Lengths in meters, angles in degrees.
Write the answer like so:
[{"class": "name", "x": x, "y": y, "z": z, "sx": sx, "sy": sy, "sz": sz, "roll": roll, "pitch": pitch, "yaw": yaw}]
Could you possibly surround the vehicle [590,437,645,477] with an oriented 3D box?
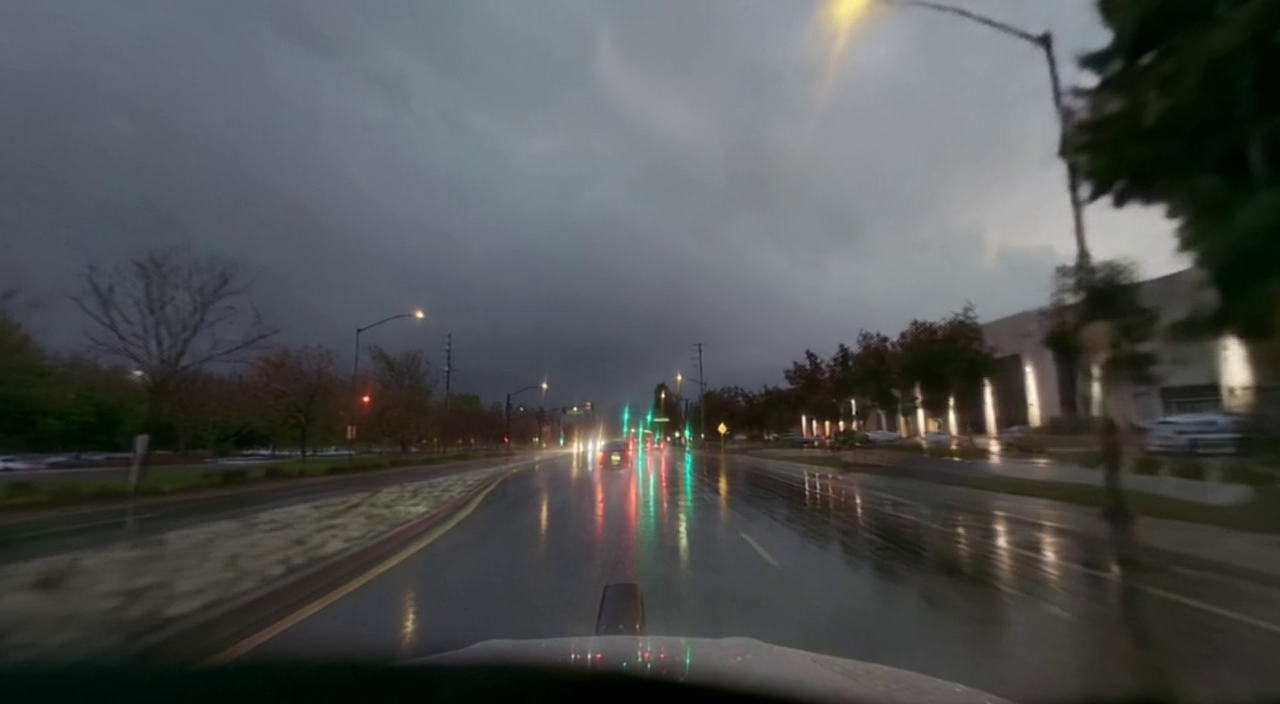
[{"class": "vehicle", "x": -0.868, "y": 4.254, "z": 25.792, "sx": 2.075, "sy": 1.470, "sz": 3.962, "roll": 0, "pitch": -8, "yaw": 0}]
